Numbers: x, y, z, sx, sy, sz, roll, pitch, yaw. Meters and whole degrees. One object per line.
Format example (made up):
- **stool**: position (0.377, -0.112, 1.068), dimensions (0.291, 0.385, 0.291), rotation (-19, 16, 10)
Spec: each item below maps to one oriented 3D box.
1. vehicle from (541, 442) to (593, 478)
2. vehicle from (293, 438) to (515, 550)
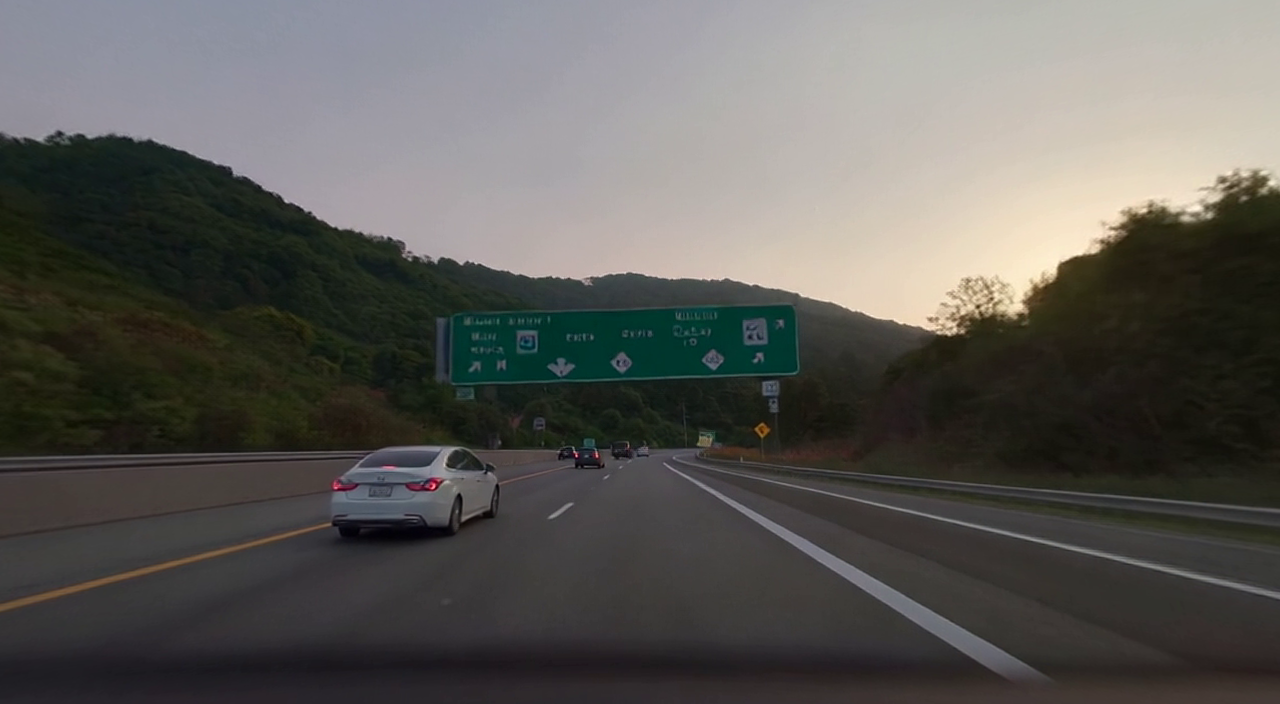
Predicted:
- **vehicle**: position (-3.620, 5.456, 32.097), dimensions (2.073, 1.694, 4.162), rotation (-1, -9, 1)
- **vehicle**: position (-3.558, 2.228, 10.614), dimensions (1.988, 1.440, 4.504), rotation (0, -9, 0)
